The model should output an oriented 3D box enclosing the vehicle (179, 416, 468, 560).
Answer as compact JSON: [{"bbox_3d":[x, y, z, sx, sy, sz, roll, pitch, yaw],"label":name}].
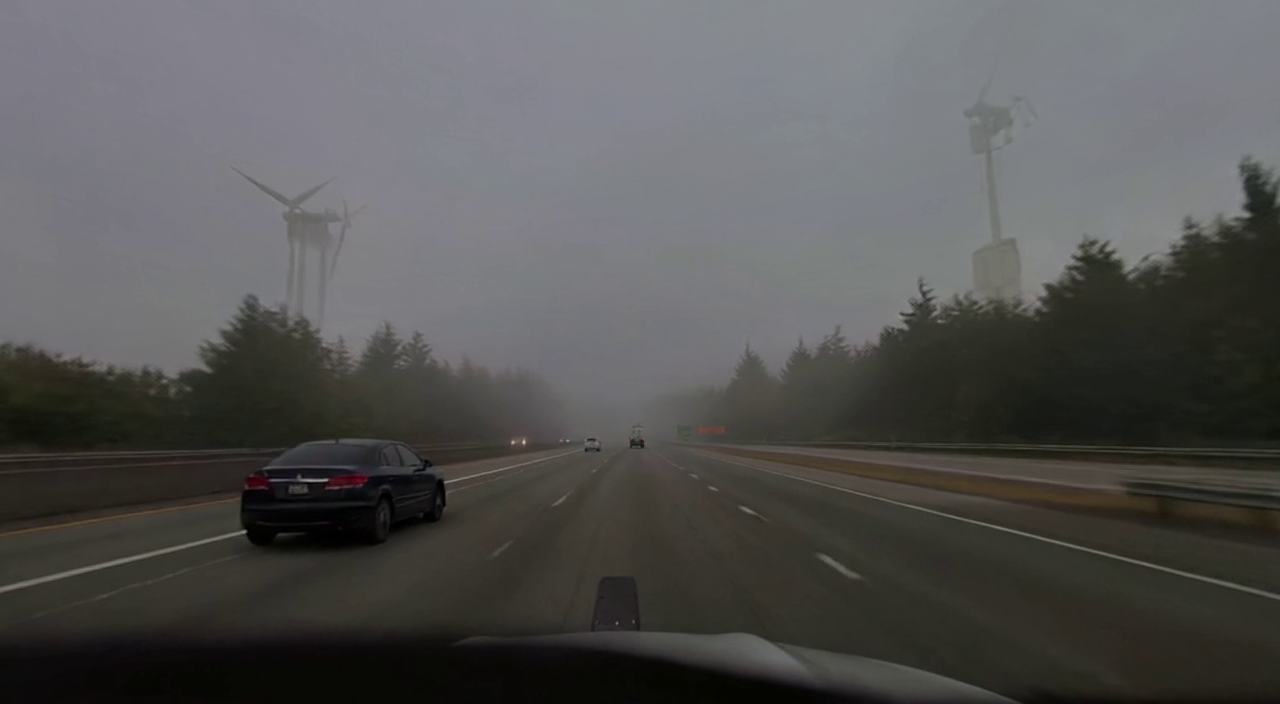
[{"bbox_3d":[-3.915,1.722,8.734,1.950,1.511,3.965,0,-8,-1],"label":"vehicle"}]
